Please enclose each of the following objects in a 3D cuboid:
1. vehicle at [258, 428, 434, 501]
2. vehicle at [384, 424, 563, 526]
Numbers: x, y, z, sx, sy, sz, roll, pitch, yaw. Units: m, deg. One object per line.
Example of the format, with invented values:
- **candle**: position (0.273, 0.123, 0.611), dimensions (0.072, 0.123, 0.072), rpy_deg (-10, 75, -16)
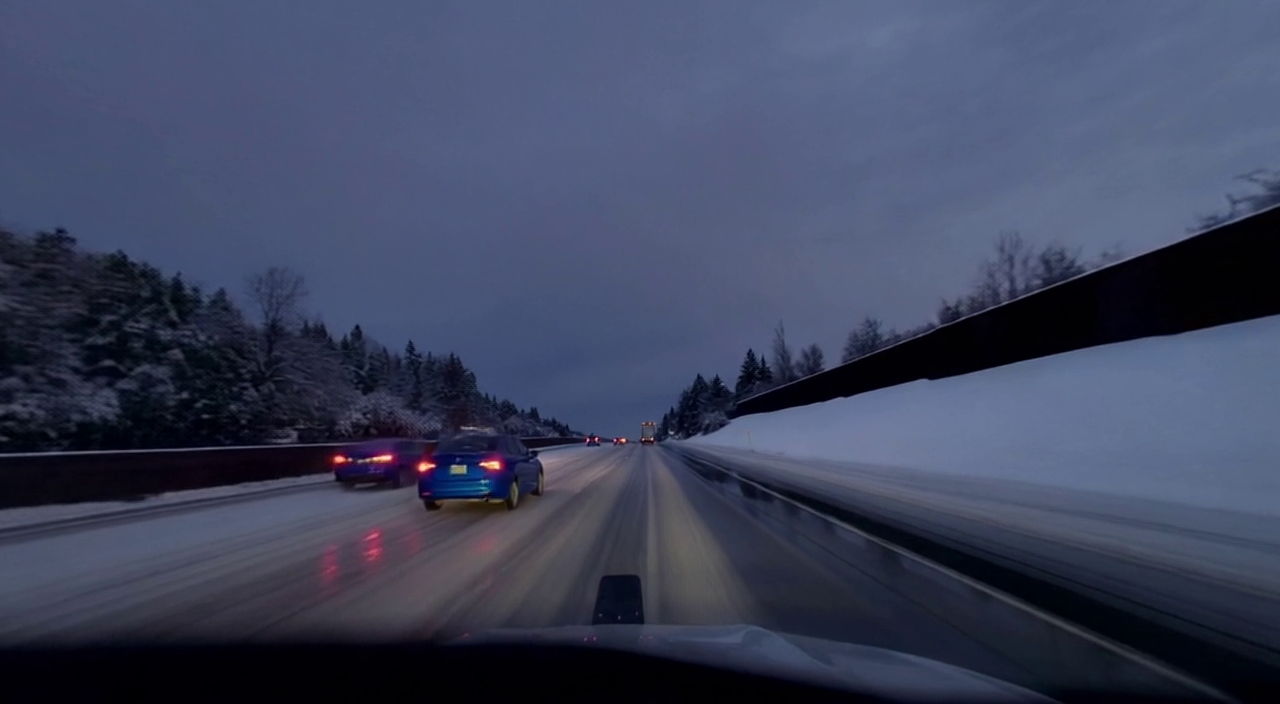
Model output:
- **vehicle**: position (-6.794, 2.630, 15.208), dimensions (2.084, 1.494, 4.404), rpy_deg (0, -8, 0)
- **vehicle**: position (-2.707, 2.090, 11.304), dimensions (2.079, 1.500, 3.881), rpy_deg (0, -8, 1)
